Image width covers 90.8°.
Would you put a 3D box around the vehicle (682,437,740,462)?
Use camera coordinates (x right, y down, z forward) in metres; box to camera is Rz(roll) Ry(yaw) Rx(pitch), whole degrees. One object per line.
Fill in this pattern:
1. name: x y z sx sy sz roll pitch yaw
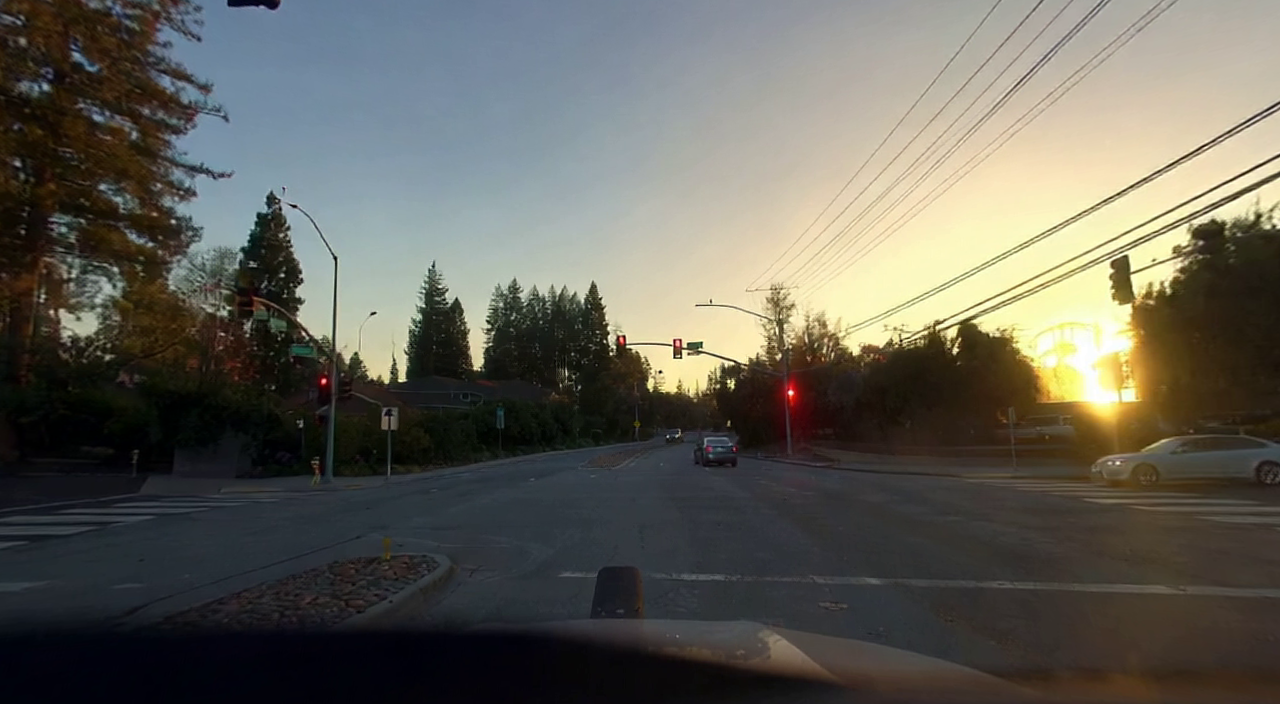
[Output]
1. vehicle: 4.456 6.259 40.577 2.067 1.490 4.884 2 -9 -14
